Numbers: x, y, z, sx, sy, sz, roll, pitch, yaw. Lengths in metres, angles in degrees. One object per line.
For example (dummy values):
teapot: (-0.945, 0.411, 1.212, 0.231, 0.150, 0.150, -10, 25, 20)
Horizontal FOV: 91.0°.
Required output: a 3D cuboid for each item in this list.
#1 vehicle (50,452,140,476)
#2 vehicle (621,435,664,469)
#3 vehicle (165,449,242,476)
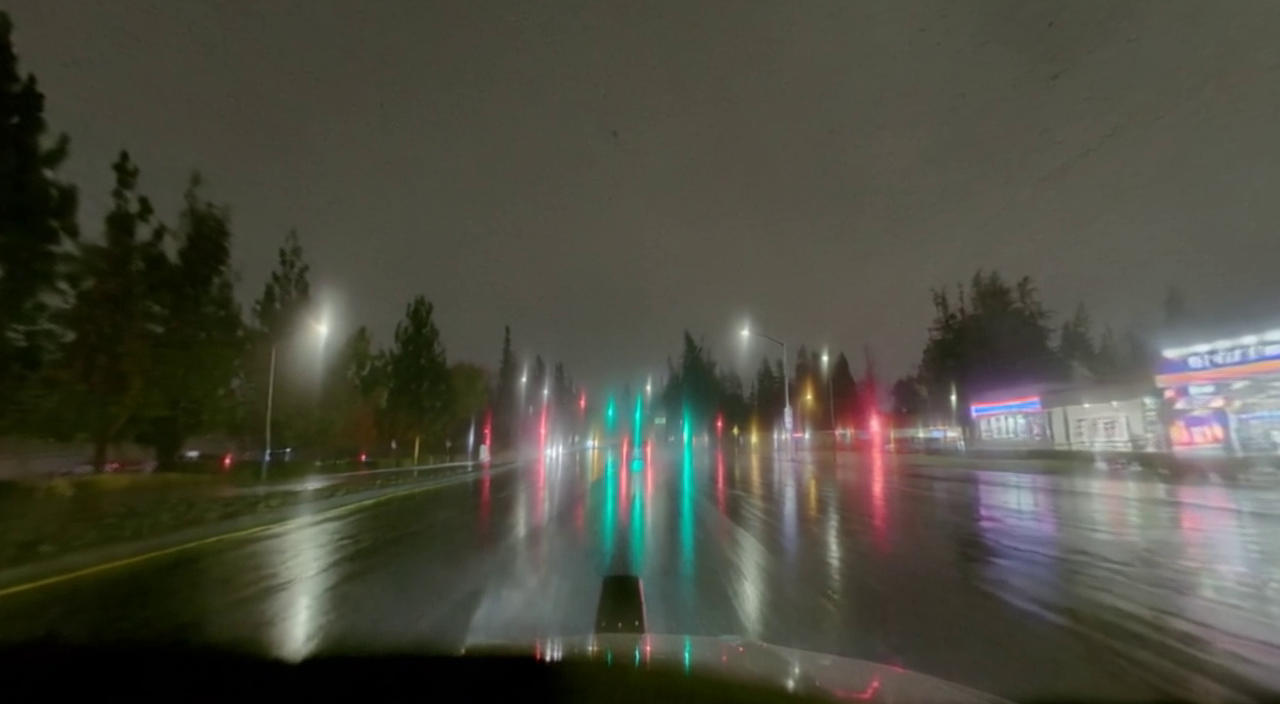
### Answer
vehicle: (-38.264, 7.868, 44.316, 4.469, 1.557, 1.959, 6, -11, -34)
vehicle: (0.114, 5.406, 34.150, 2.213, 1.715, 4.242, 0, -9, -1)
vehicle: (-28.646, 7.197, 41.287, 4.749, 1.666, 1.859, -4, -10, 25)
